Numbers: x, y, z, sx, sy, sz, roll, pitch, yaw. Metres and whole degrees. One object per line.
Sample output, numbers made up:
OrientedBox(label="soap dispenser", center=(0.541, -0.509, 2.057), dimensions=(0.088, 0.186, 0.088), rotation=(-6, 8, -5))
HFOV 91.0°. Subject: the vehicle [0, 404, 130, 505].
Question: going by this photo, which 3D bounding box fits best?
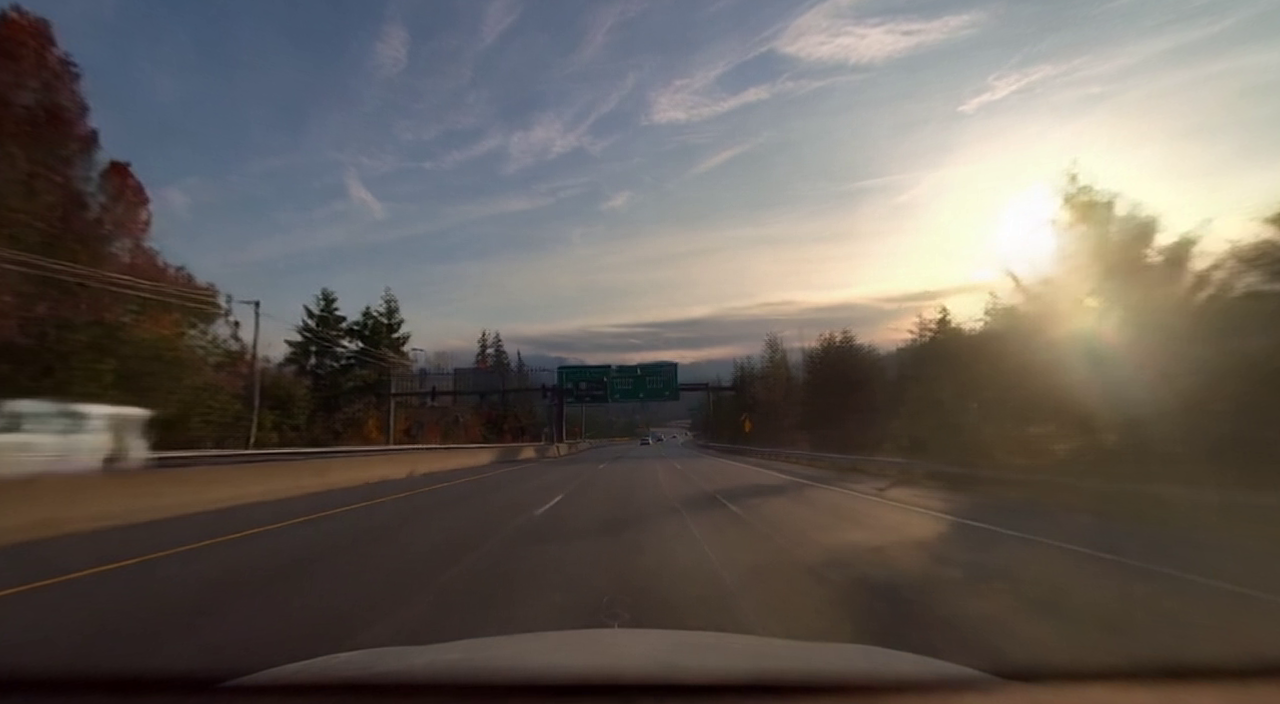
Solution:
OrientedBox(label="vehicle", center=(-14.242, 2.170, 13.291), dimensions=(2.360, 2.041, 5.367), rotation=(-1, -8, 0))
